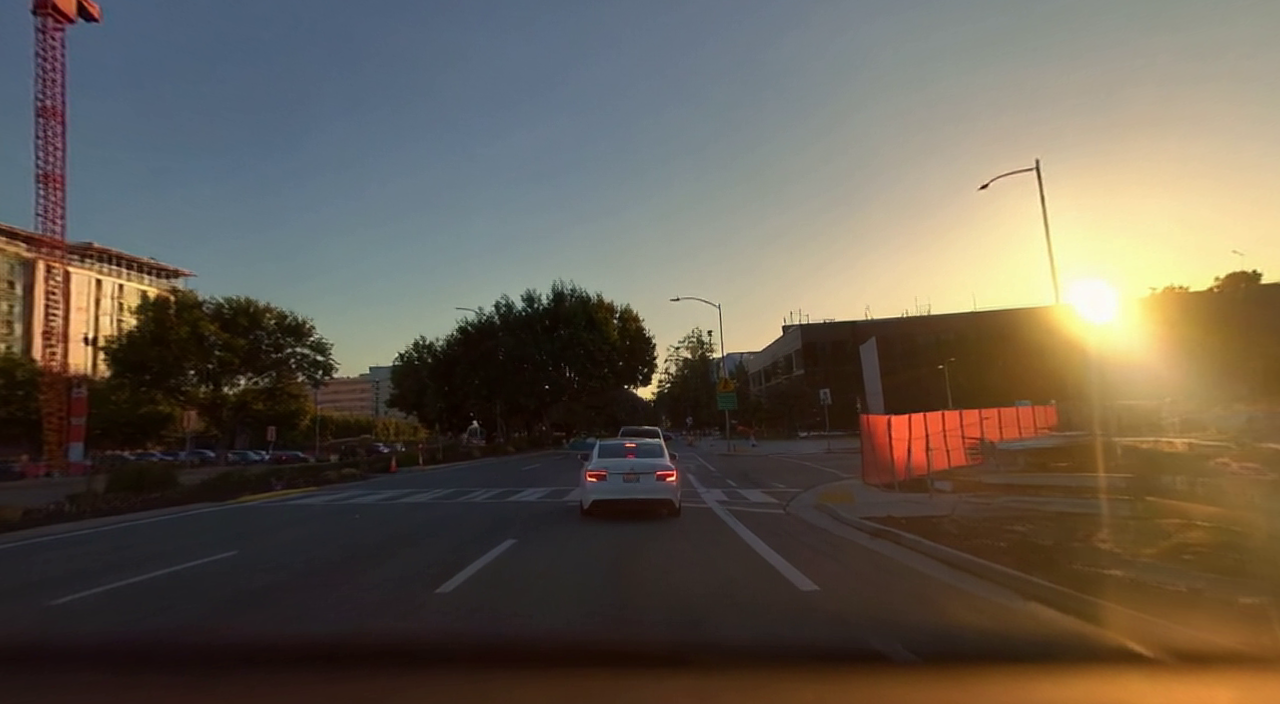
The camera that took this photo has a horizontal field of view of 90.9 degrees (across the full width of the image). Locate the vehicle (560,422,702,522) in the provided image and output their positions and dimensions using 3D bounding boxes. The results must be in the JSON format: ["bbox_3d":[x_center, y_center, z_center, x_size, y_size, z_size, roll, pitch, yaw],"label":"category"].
[{"bbox_3d":[-0.123,2.095,11.488,2.112,1.482,4.076,0,-8,0],"label":"vehicle"}]

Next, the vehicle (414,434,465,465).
[{"bbox_3d":[-10.436,5.044,32.629,2.072,1.465,4.394,3,-9,-22],"label":"vehicle"}]

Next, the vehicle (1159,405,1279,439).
[{"bbox_3d":[27.739,3.347,29.883,4.455,1.494,1.926,0,-9,0],"label":"vehicle"}]
